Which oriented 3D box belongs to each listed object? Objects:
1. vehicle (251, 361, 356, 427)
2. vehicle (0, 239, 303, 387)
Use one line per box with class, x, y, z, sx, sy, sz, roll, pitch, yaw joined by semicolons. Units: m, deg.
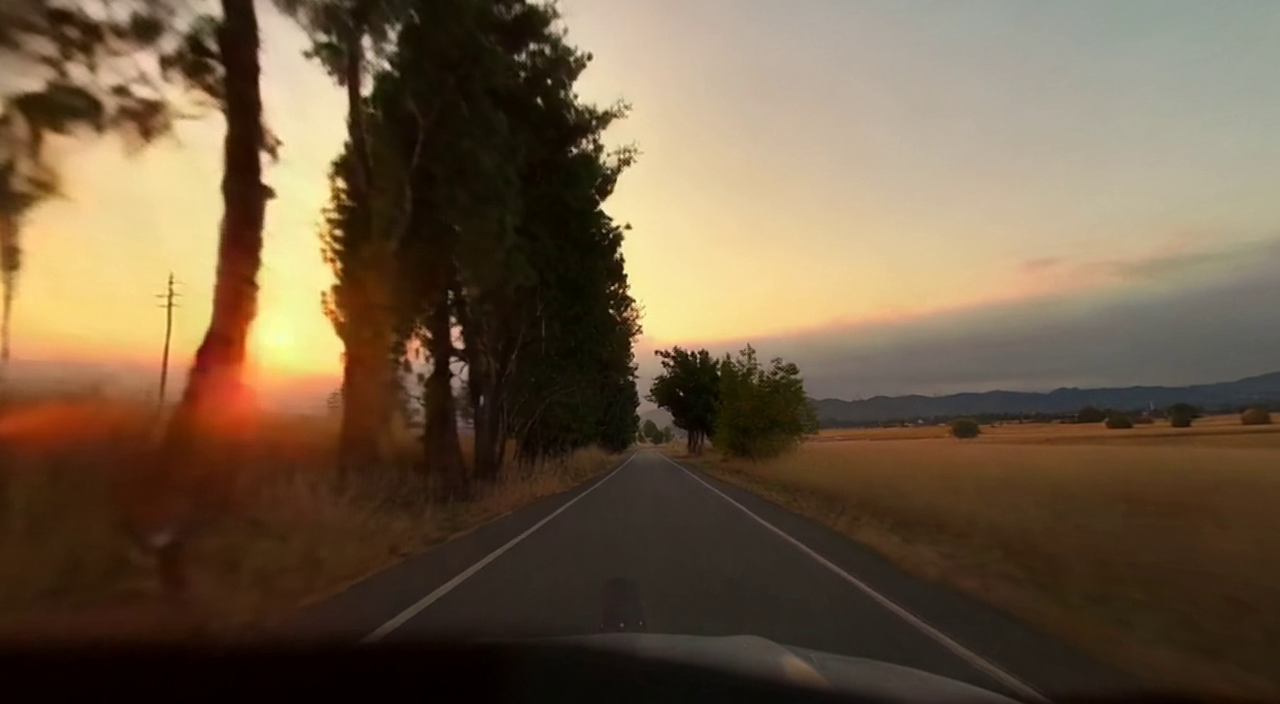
vehicle;-24.421;3.038;46.495;3.022;4.324;8.607;-1;-3;0
vehicle;-25.736;-1.292;35.799;3.314;4.163;16.558;-1;-12;3
